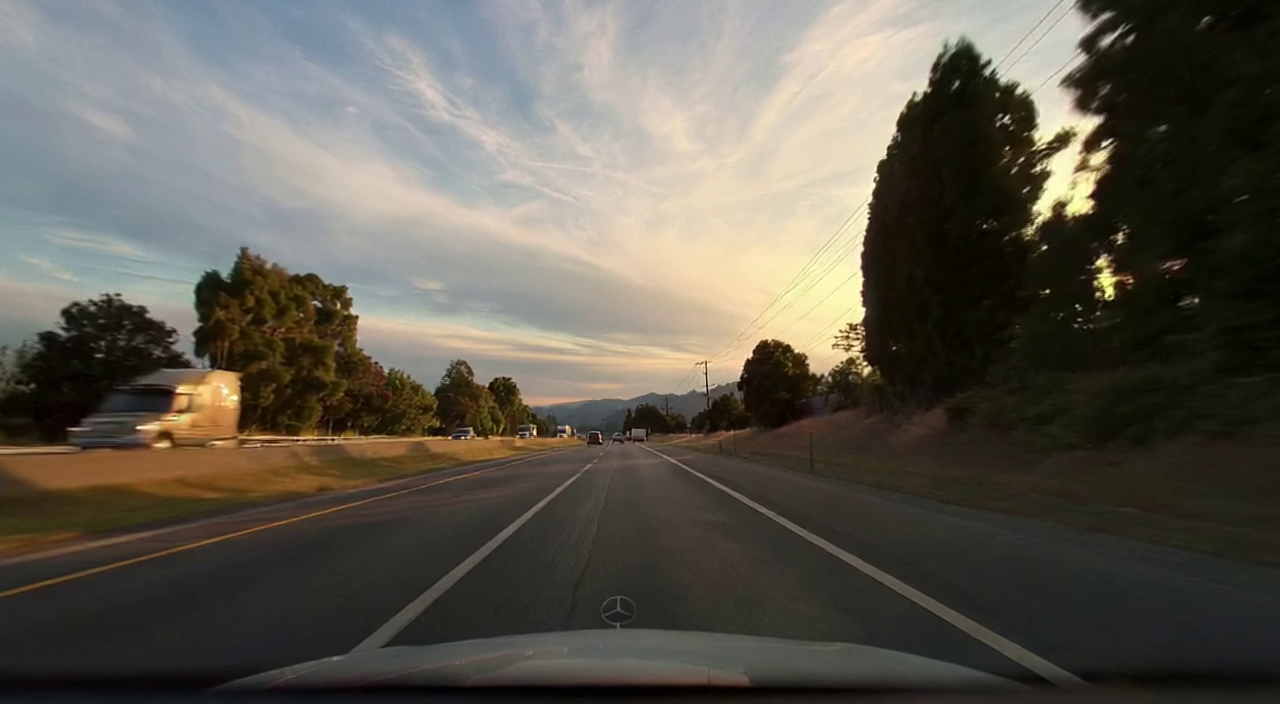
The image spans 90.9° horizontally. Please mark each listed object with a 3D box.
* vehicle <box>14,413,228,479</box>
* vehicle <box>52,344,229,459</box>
[{"bbox_3d":[-12.247,2.244,15.283,1.838,1.390,3.974,0,-8,-1],"label":"vehicle"},{"bbox_3d":[-16.286,1.709,20.859,2.954,3.517,3.281,0,-8,-2],"label":"vehicle"}]
